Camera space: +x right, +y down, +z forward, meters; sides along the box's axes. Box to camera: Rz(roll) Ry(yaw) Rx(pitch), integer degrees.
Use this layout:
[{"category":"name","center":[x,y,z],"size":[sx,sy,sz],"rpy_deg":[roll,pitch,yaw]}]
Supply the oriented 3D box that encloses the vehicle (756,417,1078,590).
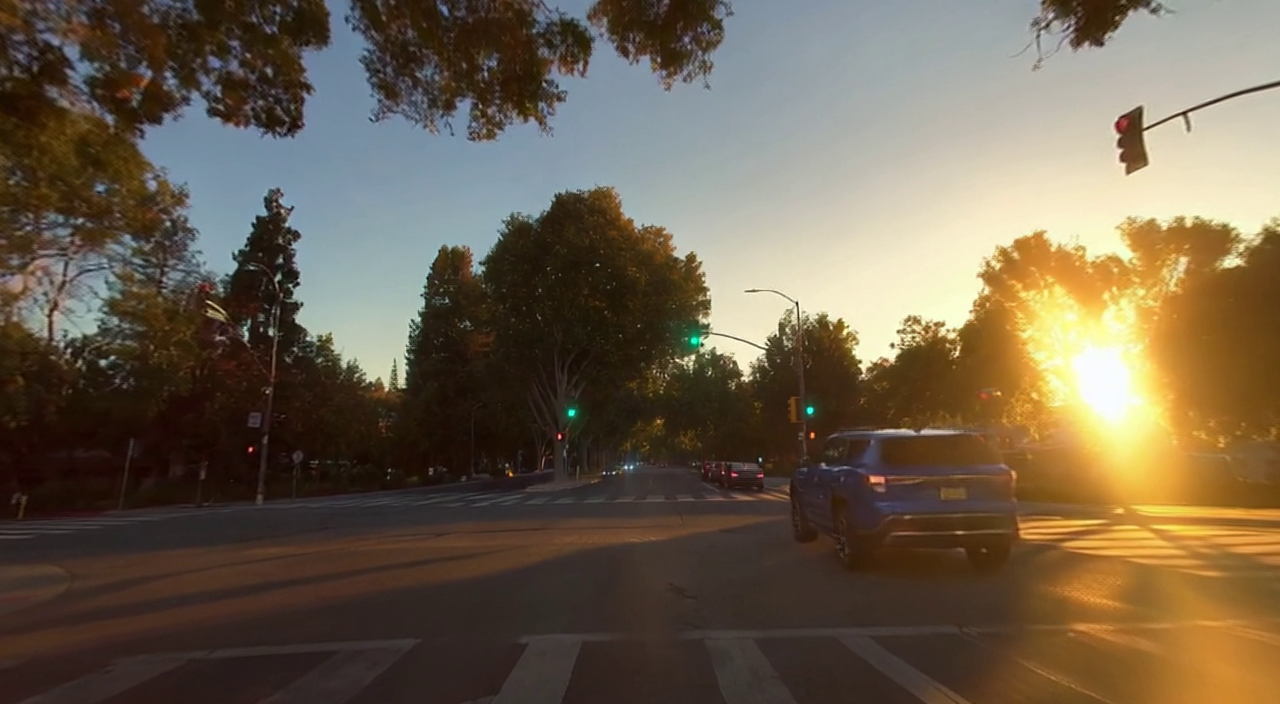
[{"category":"vehicle","center":[3.141,1.829,8.597],"size":[2.140,1.655,4.786],"rpy_deg":[0,-8,-1]}]
